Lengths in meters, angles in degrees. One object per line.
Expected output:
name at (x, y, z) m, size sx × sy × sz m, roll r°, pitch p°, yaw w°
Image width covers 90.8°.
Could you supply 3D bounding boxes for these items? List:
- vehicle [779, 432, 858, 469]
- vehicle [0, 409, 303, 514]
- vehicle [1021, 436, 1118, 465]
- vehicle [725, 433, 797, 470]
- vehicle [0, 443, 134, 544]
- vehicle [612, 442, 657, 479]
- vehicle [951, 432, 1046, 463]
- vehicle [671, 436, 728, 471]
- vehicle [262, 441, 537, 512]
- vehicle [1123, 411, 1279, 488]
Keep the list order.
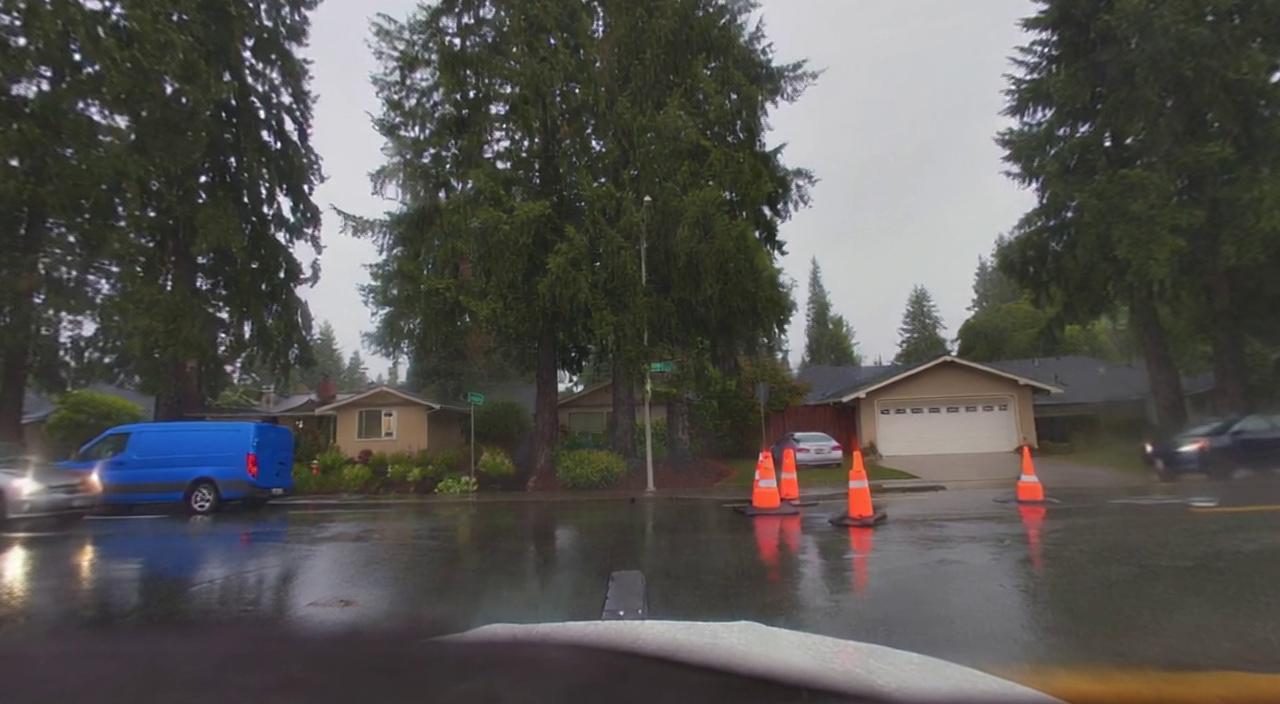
vehicle at (8.066, 4.500, 28.953) m, size 1.893 × 1.529 × 4.422 m, roll 1°, pitch -9°, yaw -7°
vehicle at (-14.065, 3.054, 17.444) m, size 7.824 × 2.323 × 2.863 m, roll -3°, pitch -10°, yaw -2°
vehicle at (22.767, 5.225, 33.556) m, size 3.863 × 1.453 × 1.826 m, roll 1°, pitch -9°, yaw -5°
vehicle at (5.345, 4.467, 28.493) m, size 2.007 × 1.555 × 4.204 m, roll 1°, pitch -9°, yaw -7°
vehicle at (-12.015, 2.362, 10.920) m, size 4.684 × 1.556 × 2.087 m, roll 0°, pitch -8°, yaw -1°
vehicle at (-0.301, 4.760, 27.930) m, size 1.648 × 1.430 × 3.654 m, roll 4°, pitch -9°, yaw -4°
vehicle at (23.535, 6.275, 41.603) m, size 4.984 × 1.912 × 2.132 m, roll 1°, pitch -8°, yaw -5°
vehicle at (2.593, 4.536, 28.366) m, size 1.745 × 1.461 × 4.074 m, roll 1°, pitch -9°, yaw -6°
vehicle at (-6.375, 3.415, 17.807) m, size 6.643 × 1.777 × 2.925 m, roll 1°, pitch -9°, yaw -6°
vehicle at (16.044, 2.552, 16.606) m, size 5.047 × 1.851 × 2.103 m, roll 1°, pitch -9°, yaw -5°
